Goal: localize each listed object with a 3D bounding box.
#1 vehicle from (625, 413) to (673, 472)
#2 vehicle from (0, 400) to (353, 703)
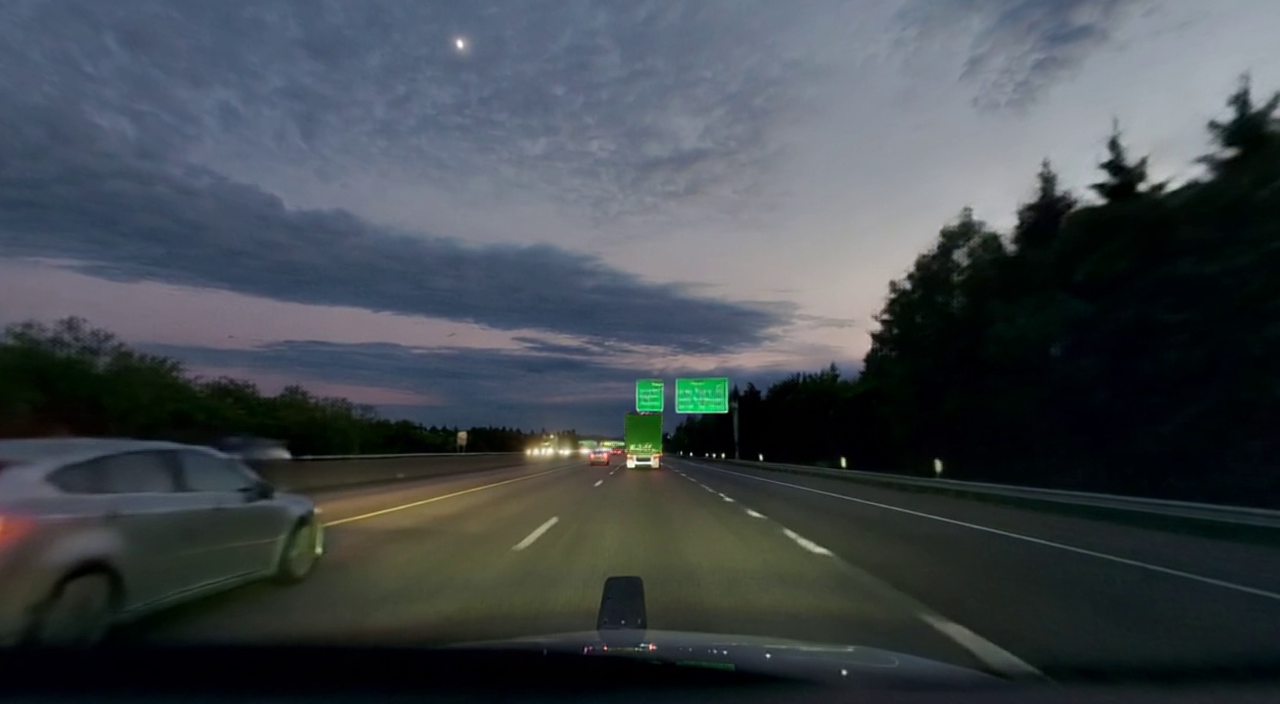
[{"bbox_3d":[0.441,6.337,43.727,2.893,3.628,9.081,0,-9,-2],"label":"vehicle"},{"bbox_3d":[-3.873,1.089,3.472,2.114,1.523,5.110,0,-9,1],"label":"vehicle"}]
